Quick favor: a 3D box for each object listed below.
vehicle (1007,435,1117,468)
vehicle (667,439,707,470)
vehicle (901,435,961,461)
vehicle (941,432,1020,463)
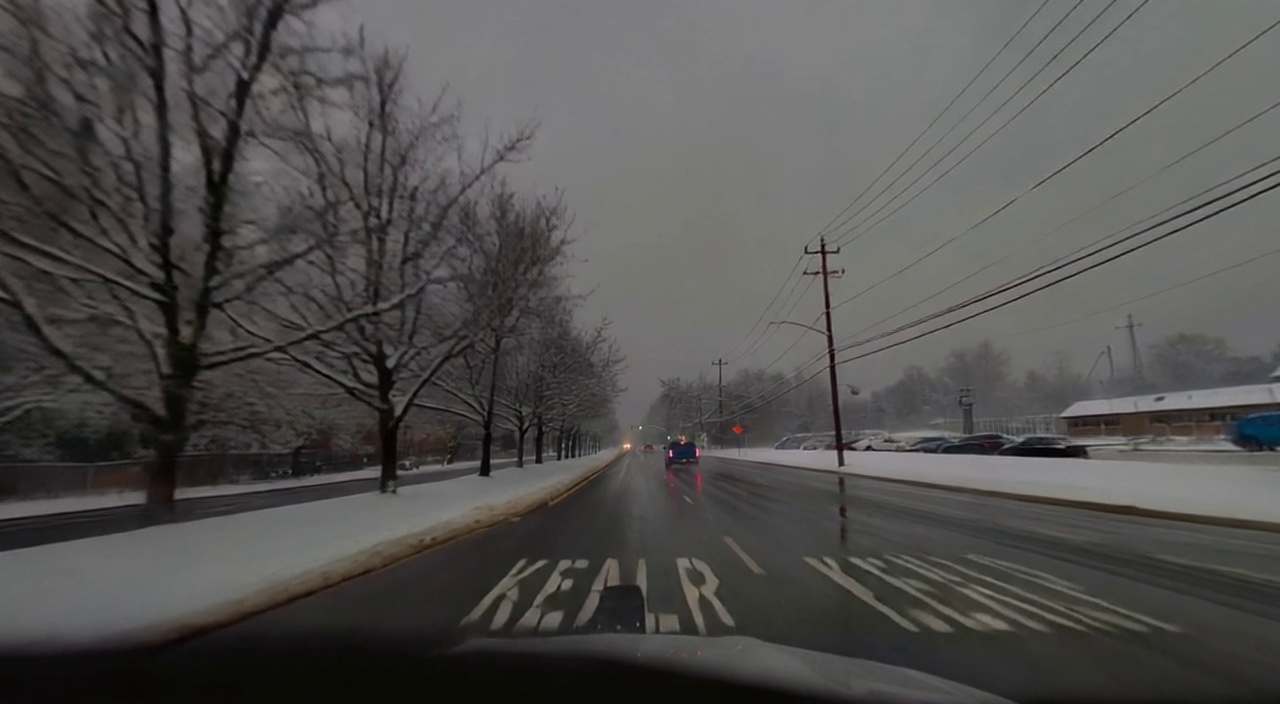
[{"bbox_3d":[20.131,4.787,30.456,1.980,1.423,4.793,0,-9,0],"label":"vehicle"},{"bbox_3d":[2.957,6.562,40.592,2.086,1.803,4.607,0,-9,-2],"label":"vehicle"},{"bbox_3d":[20.125,6.661,43.922,1.896,1.656,4.653,0,-9,-1],"label":"vehicle"},{"bbox_3d":[20.161,5.673,37.665,1.983,1.730,4.563,0,-9,-2],"label":"vehicle"}]
